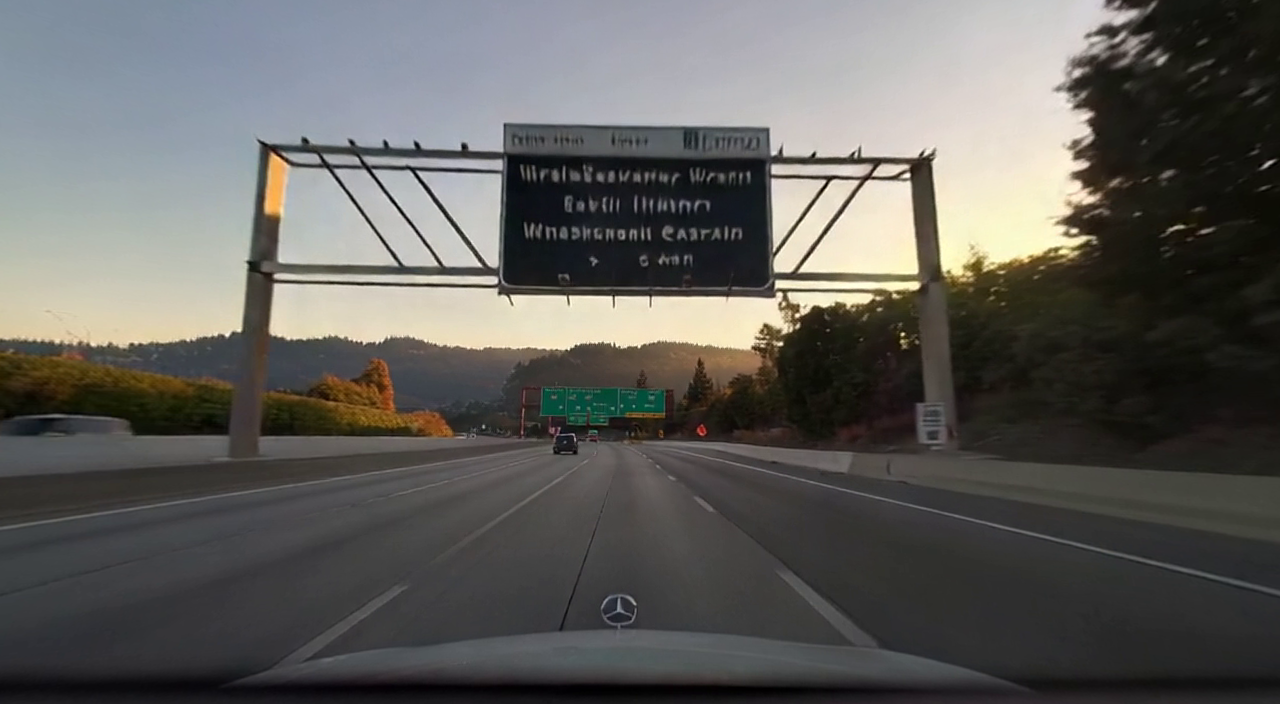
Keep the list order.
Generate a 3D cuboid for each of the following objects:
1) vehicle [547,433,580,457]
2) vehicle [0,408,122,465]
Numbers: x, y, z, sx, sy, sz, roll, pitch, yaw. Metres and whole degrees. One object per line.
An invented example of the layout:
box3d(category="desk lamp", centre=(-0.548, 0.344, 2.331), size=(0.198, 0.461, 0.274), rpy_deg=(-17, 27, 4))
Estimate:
box3d(category="vehicle", centre=(-5.253, 6.431, 43.429), size=(1.878, 1.548, 3.966), rpy_deg=(0, -8, -1))
box3d(category="vehicle", centre=(-19.972, 2.817, 20.798), size=(1.916, 1.687, 4.367), rpy_deg=(0, -8, -1))
